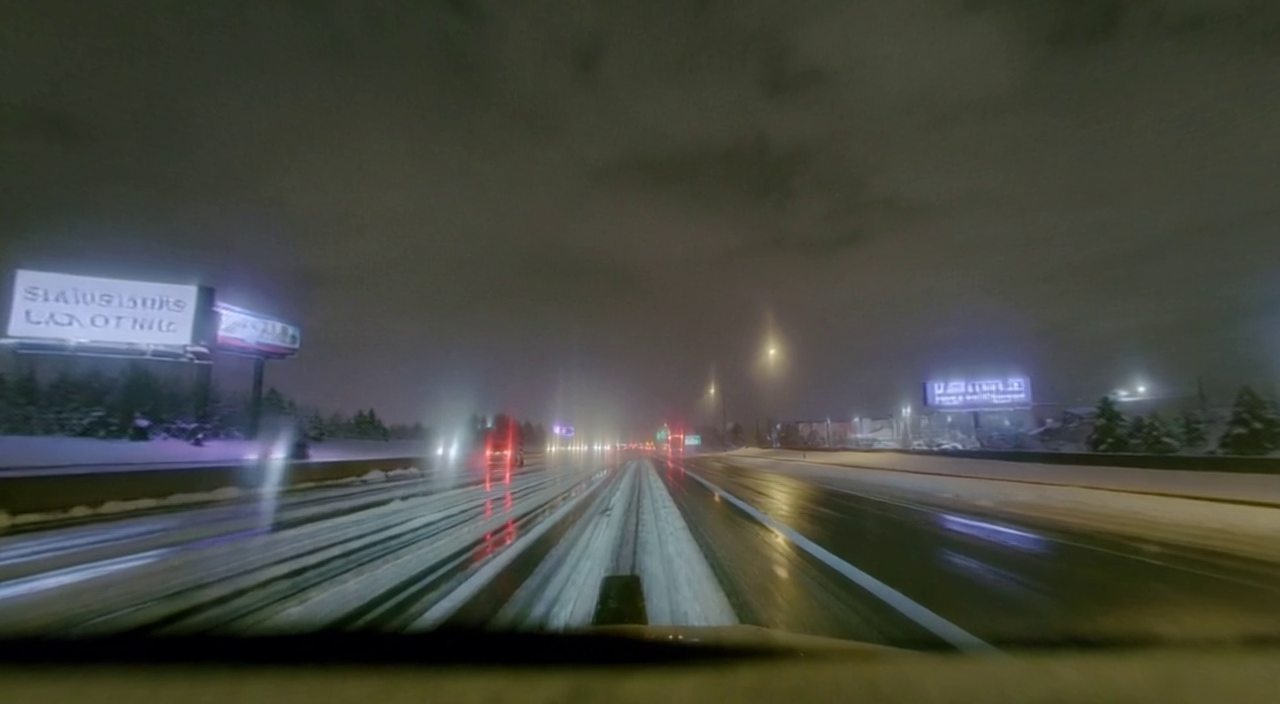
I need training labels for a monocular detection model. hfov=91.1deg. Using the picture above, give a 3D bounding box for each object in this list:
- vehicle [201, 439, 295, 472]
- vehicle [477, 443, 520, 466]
[{"bbox_3d":[-22.187,5.865,35.799,2.103,1.768,4.965,0,-9,1],"label":"vehicle"},{"bbox_3d":[-10.099,7.349,45.154,1.974,1.513,4.584,0,-9,0],"label":"vehicle"}]
